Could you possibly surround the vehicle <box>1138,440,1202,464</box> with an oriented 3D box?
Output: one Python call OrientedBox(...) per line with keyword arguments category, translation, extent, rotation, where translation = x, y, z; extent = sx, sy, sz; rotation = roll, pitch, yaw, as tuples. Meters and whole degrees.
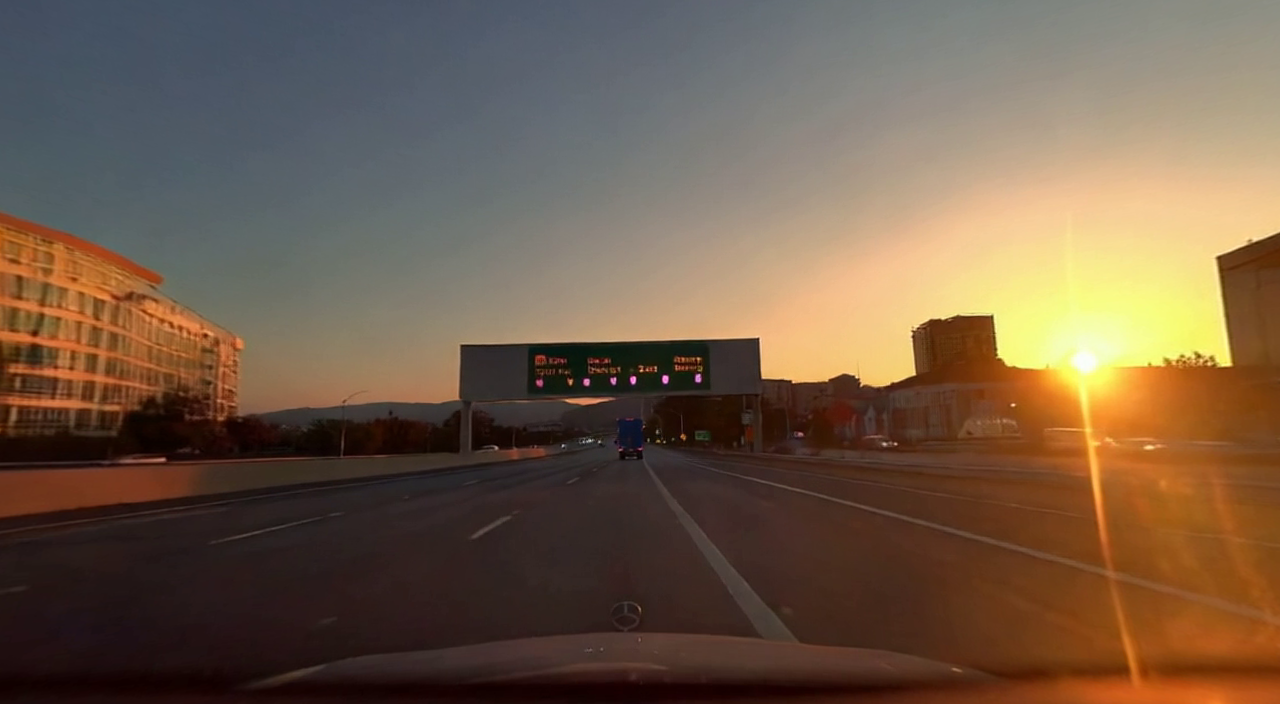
OrientedBox(category="vehicle", translation=(35.143, 6.619, 41.902), extent=(1.802, 1.508, 4.220), rotation=(-4, -9, 20))
